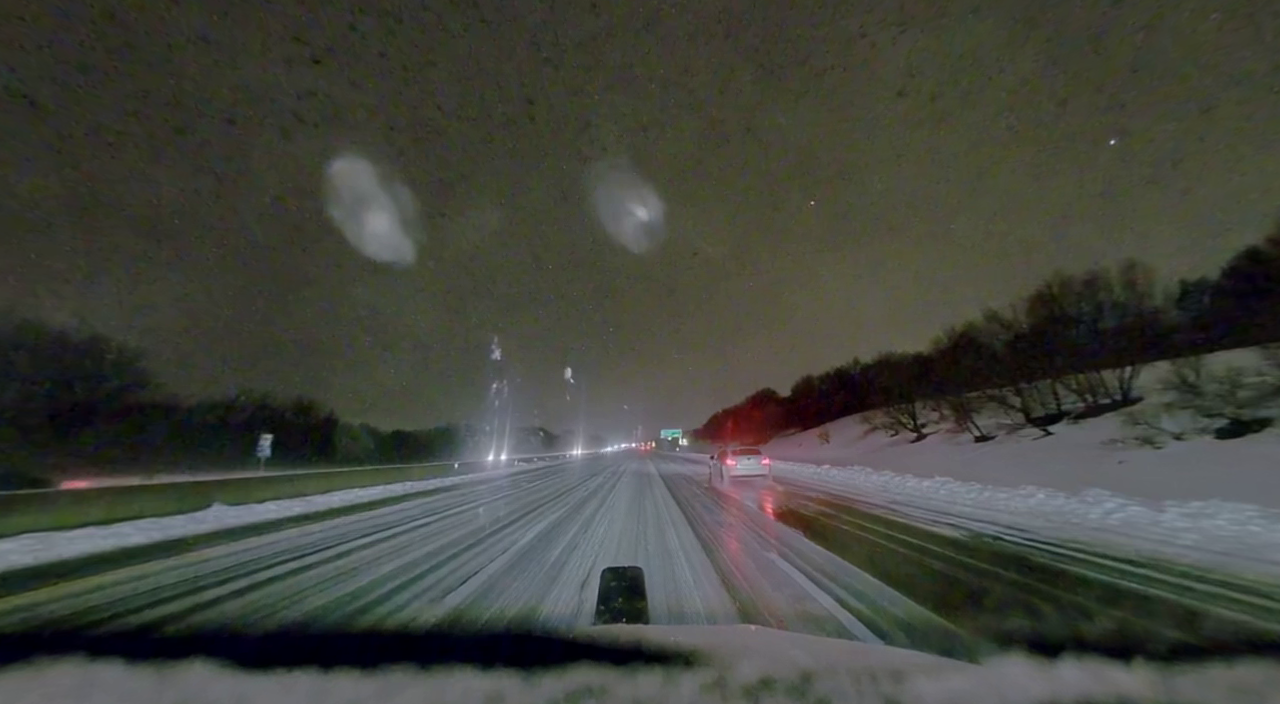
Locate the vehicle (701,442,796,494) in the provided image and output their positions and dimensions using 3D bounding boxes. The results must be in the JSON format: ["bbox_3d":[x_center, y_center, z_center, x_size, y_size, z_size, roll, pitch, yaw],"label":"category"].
[{"bbox_3d":[3.362,3.707,20.594,2.193,1.462,4.533,0,-8,-1],"label":"vehicle"}]
